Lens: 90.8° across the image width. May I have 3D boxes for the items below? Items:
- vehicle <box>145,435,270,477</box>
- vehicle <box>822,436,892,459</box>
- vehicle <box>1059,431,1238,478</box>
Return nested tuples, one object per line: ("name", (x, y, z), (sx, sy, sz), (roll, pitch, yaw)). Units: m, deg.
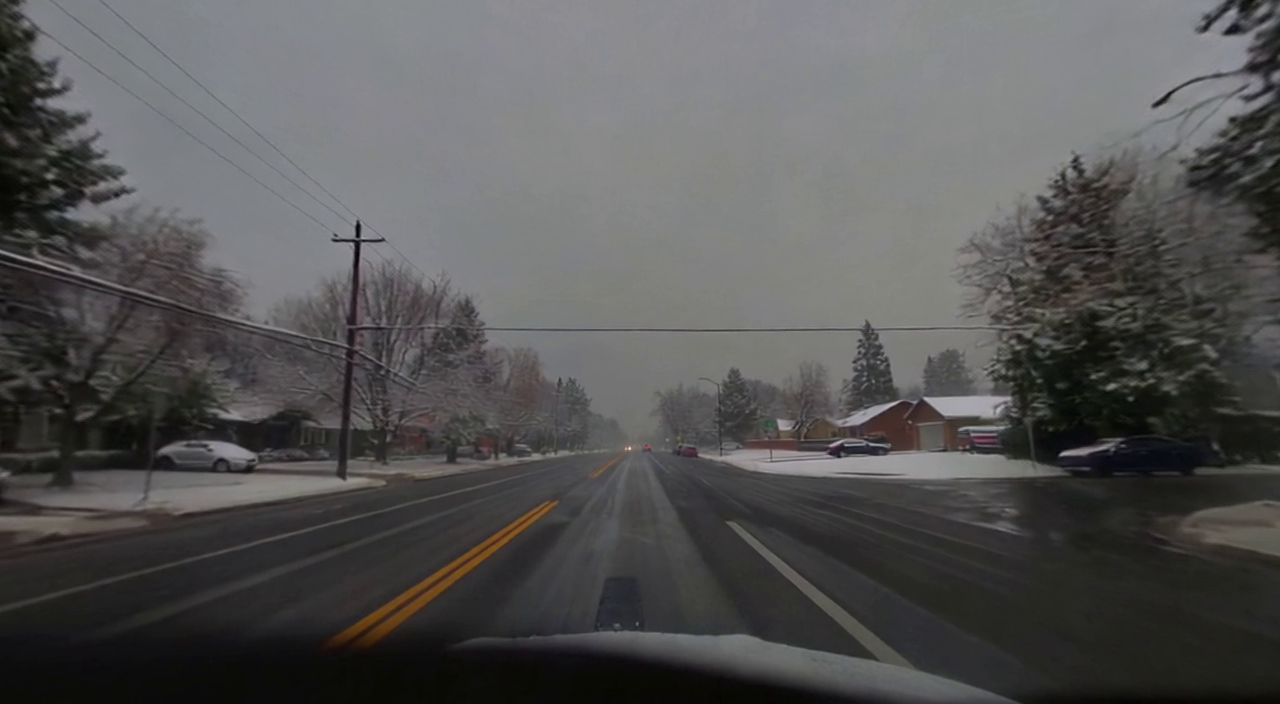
("vehicle", (-22.274, 5.376, 32.736), (4.722, 1.983, 2.346), (-1, -8, -2))
("vehicle", (16.164, 7.163, 47.228), (4.443, 1.497, 2.168), (-2, -9, 0))
("vehicle", (20.925, 4.232, 26.208), (5.457, 1.789, 2.169), (0, -8, 0))
